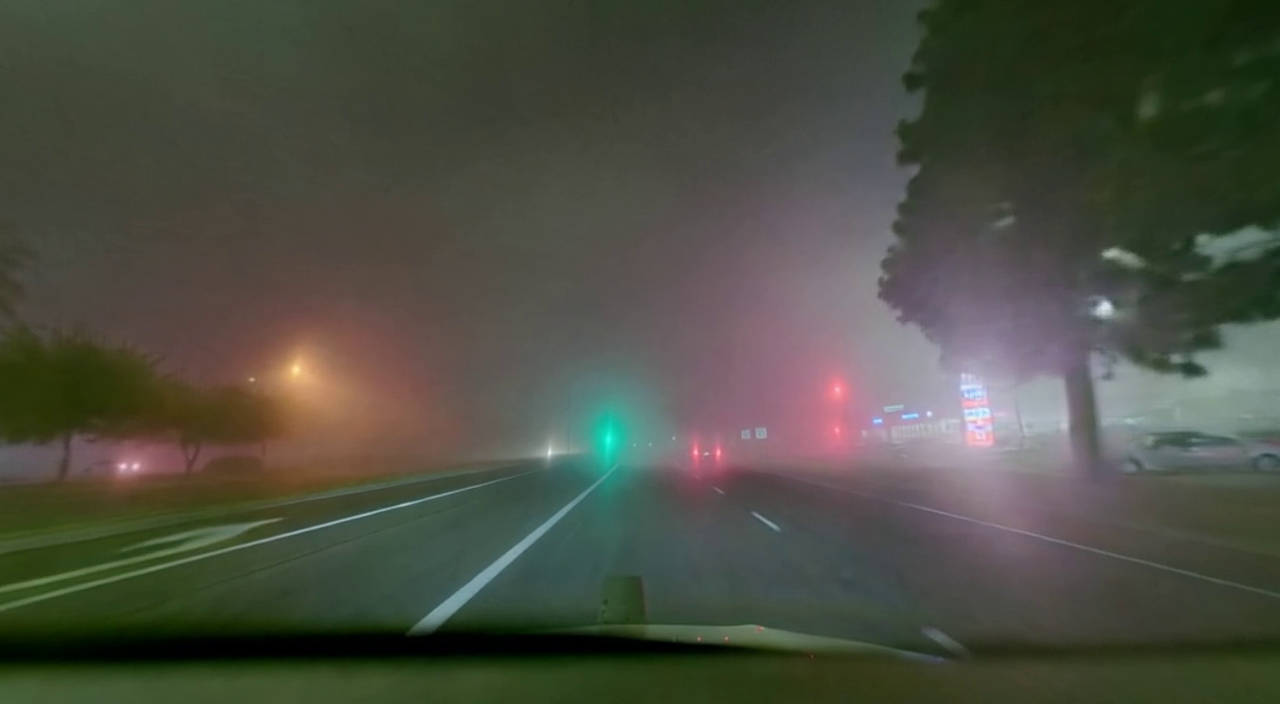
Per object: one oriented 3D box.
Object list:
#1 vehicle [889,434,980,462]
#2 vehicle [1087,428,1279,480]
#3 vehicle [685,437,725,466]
[{"bbox_3d":[17.153,5.611,36.842,4.233,1.562,2.143,0,-8,1],"label":"vehicle"},{"bbox_3d":[16.901,3.150,19.463,4.685,1.478,1.849,-1,-9,2],"label":"vehicle"},{"bbox_3d":[4.031,6.261,39.679,2.007,1.683,4.171,0,-8,-1],"label":"vehicle"}]
